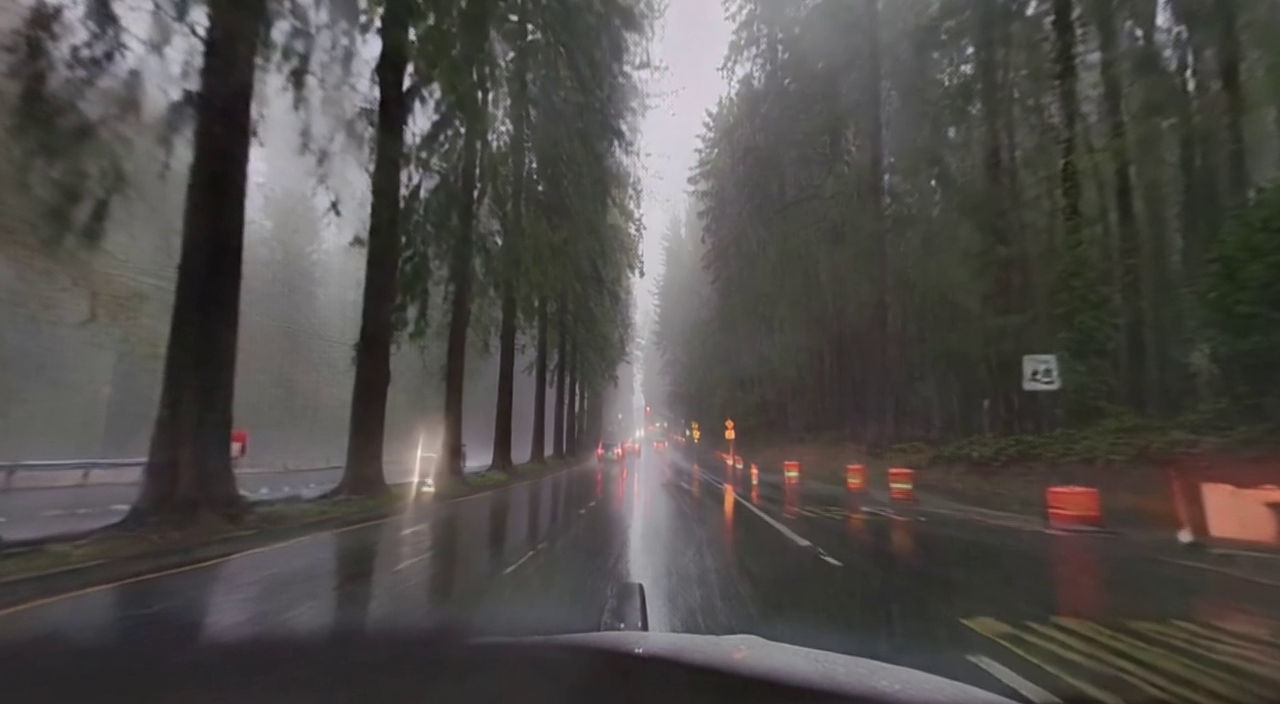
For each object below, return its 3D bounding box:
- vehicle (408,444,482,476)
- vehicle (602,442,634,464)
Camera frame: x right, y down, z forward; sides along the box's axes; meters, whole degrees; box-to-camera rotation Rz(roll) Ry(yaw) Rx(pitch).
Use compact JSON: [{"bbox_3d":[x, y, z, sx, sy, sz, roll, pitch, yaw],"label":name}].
[{"bbox_3d":[-9.640,5.365,31.450,1.953,1.471,4.670,0,-9,4],"label":"vehicle"},{"bbox_3d":[-1.551,7.397,45.893,2.029,1.511,3.922,0,-9,2],"label":"vehicle"}]
